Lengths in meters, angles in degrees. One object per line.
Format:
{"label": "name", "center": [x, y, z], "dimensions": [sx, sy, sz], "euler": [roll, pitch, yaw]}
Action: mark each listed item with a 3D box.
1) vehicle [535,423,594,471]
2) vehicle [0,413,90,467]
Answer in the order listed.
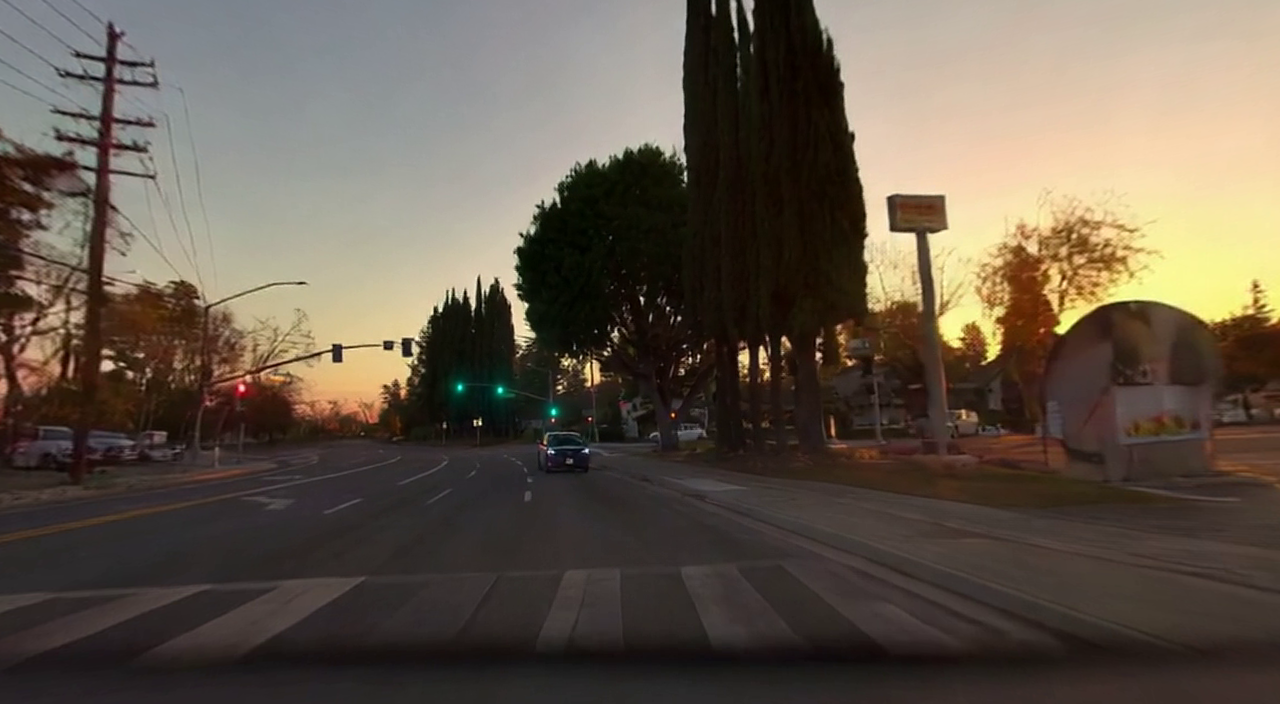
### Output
{"label": "vehicle", "center": [-3.355, 4.089, 27.142], "dimensions": [2.300, 1.868, 4.690], "euler": [1, -8, -9]}
{"label": "vehicle", "center": [-30.244, 4.469, 31.844], "dimensions": [2.427, 2.514, 2.560], "euler": [-6, -9, 24]}
